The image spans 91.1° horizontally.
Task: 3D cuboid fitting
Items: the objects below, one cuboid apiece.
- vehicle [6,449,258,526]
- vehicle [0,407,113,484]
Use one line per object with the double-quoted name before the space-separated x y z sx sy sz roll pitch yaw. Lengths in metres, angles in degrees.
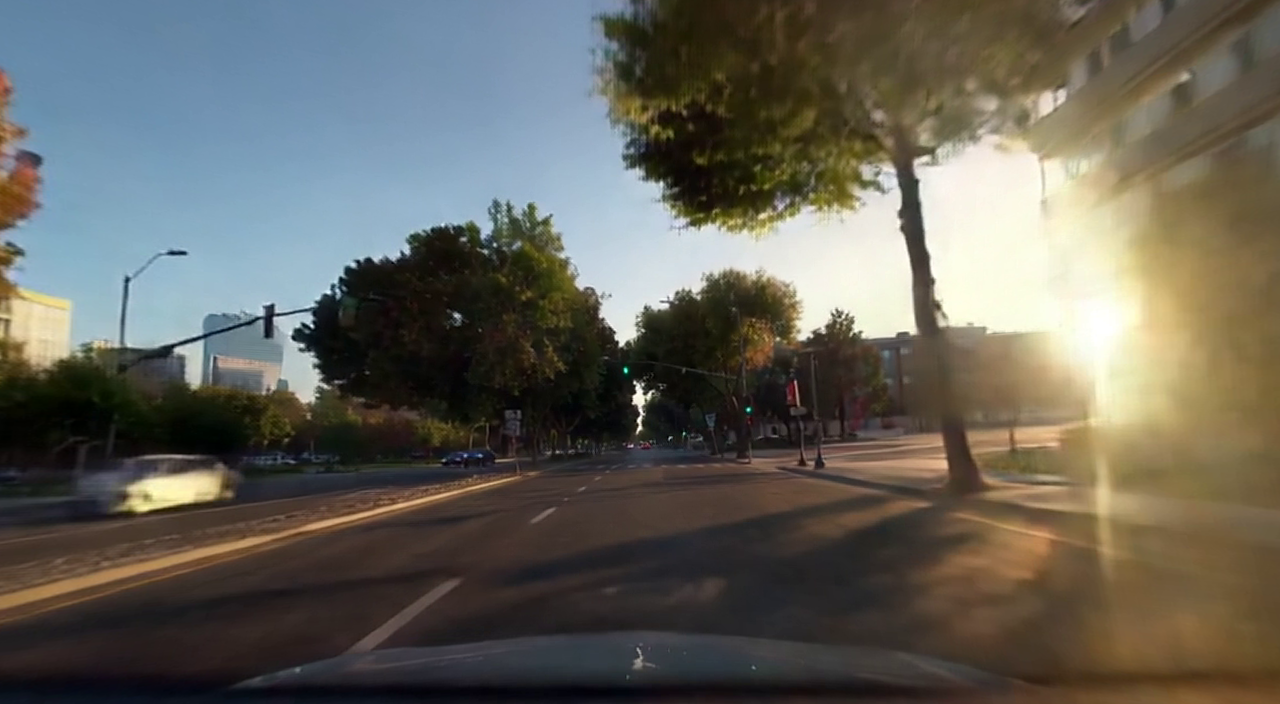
"vehicle" -11.356 3.018 14.622 2.058 1.453 4.580 0 -8 -1
"vehicle" -30.766 4.506 30.088 2.818 3.500 8.930 -1 -8 3
